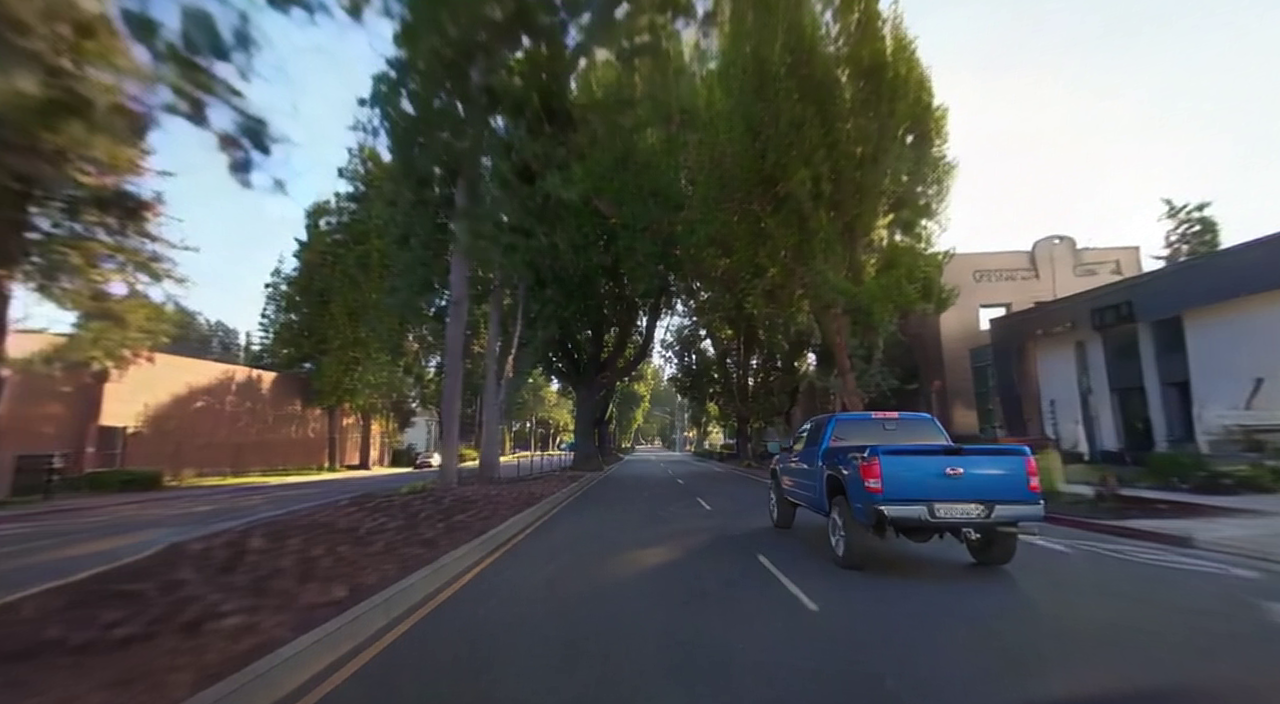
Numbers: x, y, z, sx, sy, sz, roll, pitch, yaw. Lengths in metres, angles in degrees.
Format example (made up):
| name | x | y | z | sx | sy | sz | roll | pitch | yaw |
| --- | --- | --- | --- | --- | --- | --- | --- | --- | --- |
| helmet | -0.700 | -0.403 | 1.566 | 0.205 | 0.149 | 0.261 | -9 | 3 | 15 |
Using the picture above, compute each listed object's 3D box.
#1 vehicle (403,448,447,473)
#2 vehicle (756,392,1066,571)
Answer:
| name | x | y | z | sx | sy | sz | roll | pitch | yaw |
| --- | --- | --- | --- | --- | --- | --- | --- | --- | --- |
| vehicle | -16.115 | 8.110 | 47.385 | 1.913 | 1.734 | 4.357 | 0 | -8 | -2 |
| vehicle | 3.300 | 1.732 | 9.239 | 2.085 | 1.828 | 5.383 | 0 | -8 | -1 |
